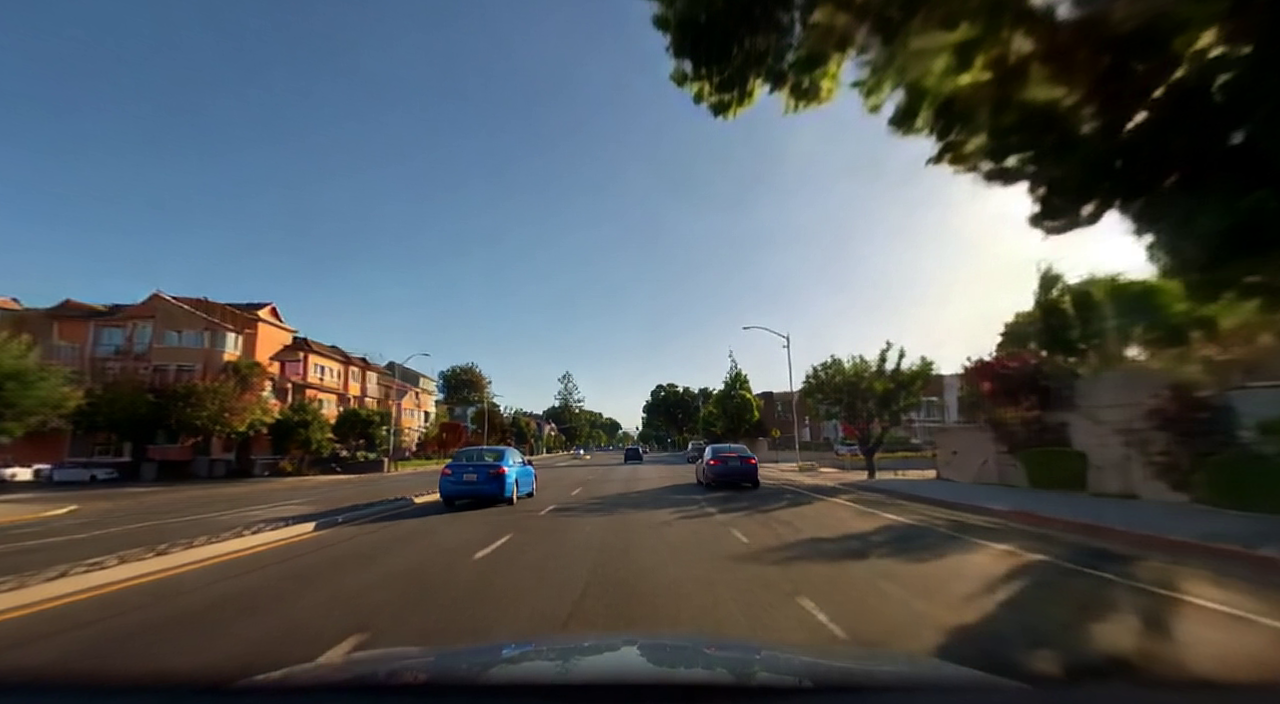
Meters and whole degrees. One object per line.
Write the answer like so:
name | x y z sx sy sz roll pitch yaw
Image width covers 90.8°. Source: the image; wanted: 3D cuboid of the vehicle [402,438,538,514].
vehicle | -3.805 2.857 15.007 2.062 1.527 4.044 0 -9 0

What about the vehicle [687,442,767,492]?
vehicle | 2.786 3.803 21.224 1.978 1.471 4.426 0 -9 -1
